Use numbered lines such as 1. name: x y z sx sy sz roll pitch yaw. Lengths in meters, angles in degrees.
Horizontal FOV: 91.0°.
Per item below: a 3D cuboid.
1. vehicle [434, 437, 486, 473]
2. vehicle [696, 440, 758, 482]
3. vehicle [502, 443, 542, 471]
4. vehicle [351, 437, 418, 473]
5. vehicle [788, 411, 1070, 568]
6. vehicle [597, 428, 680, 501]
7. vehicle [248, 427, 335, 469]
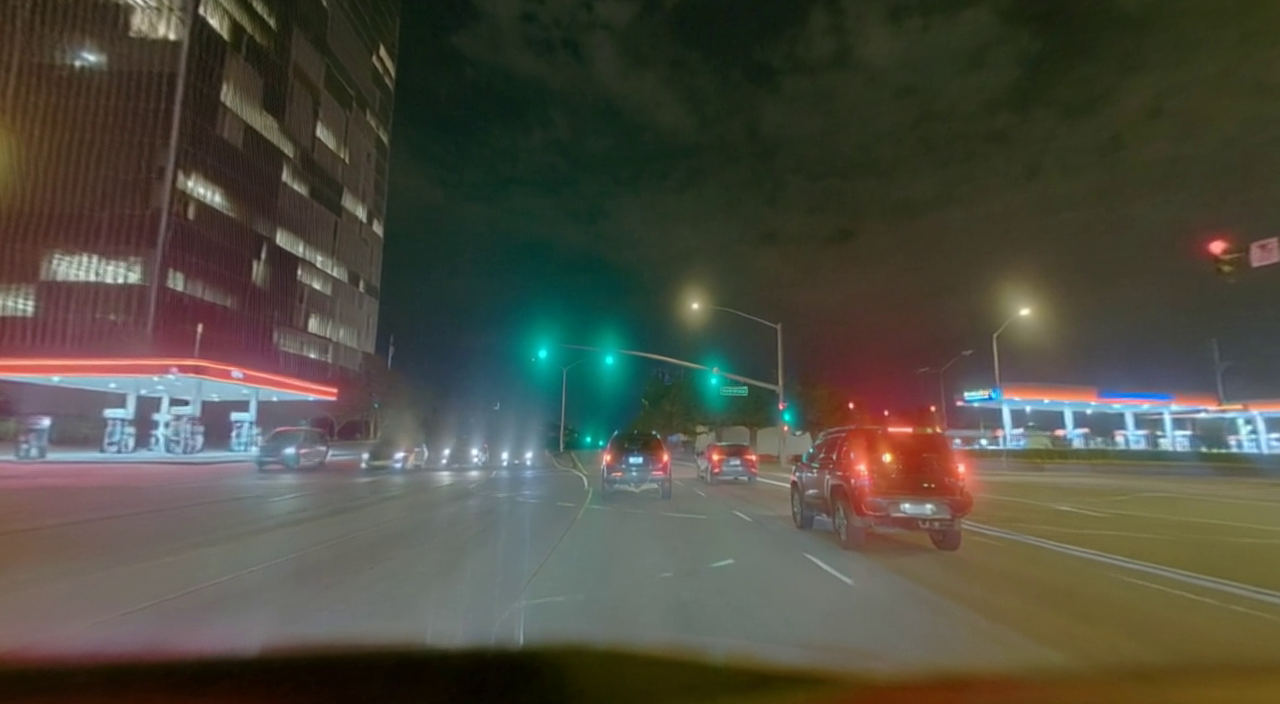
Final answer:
1. vehicle: -9.463 5.417 33.413 1.992 1.755 4.283 1 -8 -7
2. vehicle: 3.539 4.475 26.168 1.800 1.592 3.658 1 -8 -4
3. vehicle: -6.599 5.893 35.597 1.987 1.505 4.337 1 -8 -8
4. vehicle: -12.877 5.208 32.007 2.023 1.671 4.174 1 -8 -6
5. vehicle: 3.770 1.853 9.261 2.000 1.745 4.206 0 -8 -2
6. vehicle: -0.079 3.100 17.803 2.051 1.798 4.168 0 -8 -1
7. vehicle: -20.008 5.537 36.483 2.460 2.257 5.387 1 -8 -7
